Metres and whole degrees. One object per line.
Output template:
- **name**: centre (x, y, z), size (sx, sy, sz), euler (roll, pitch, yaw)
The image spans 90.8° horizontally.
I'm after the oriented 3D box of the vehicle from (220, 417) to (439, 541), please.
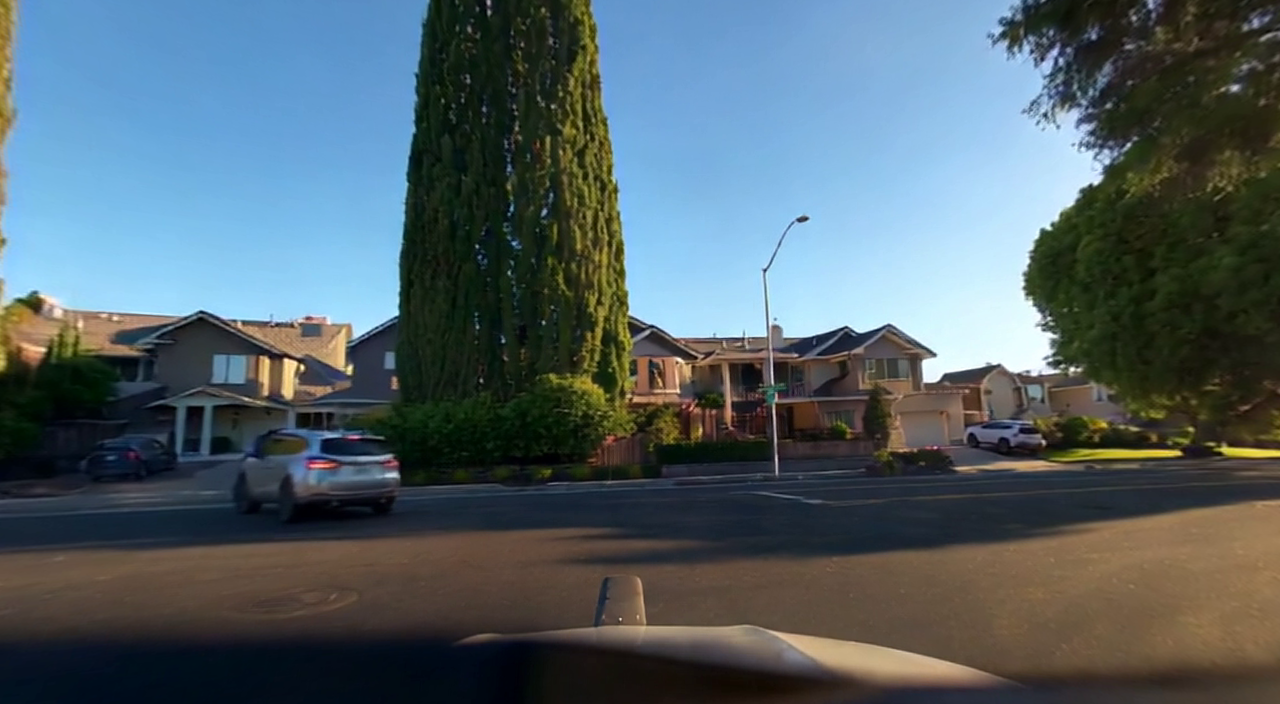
- **vehicle**: centre (-5.557, 2.100, 11.072), size (2.145, 1.695, 4.210), euler (8, -12, -43)
